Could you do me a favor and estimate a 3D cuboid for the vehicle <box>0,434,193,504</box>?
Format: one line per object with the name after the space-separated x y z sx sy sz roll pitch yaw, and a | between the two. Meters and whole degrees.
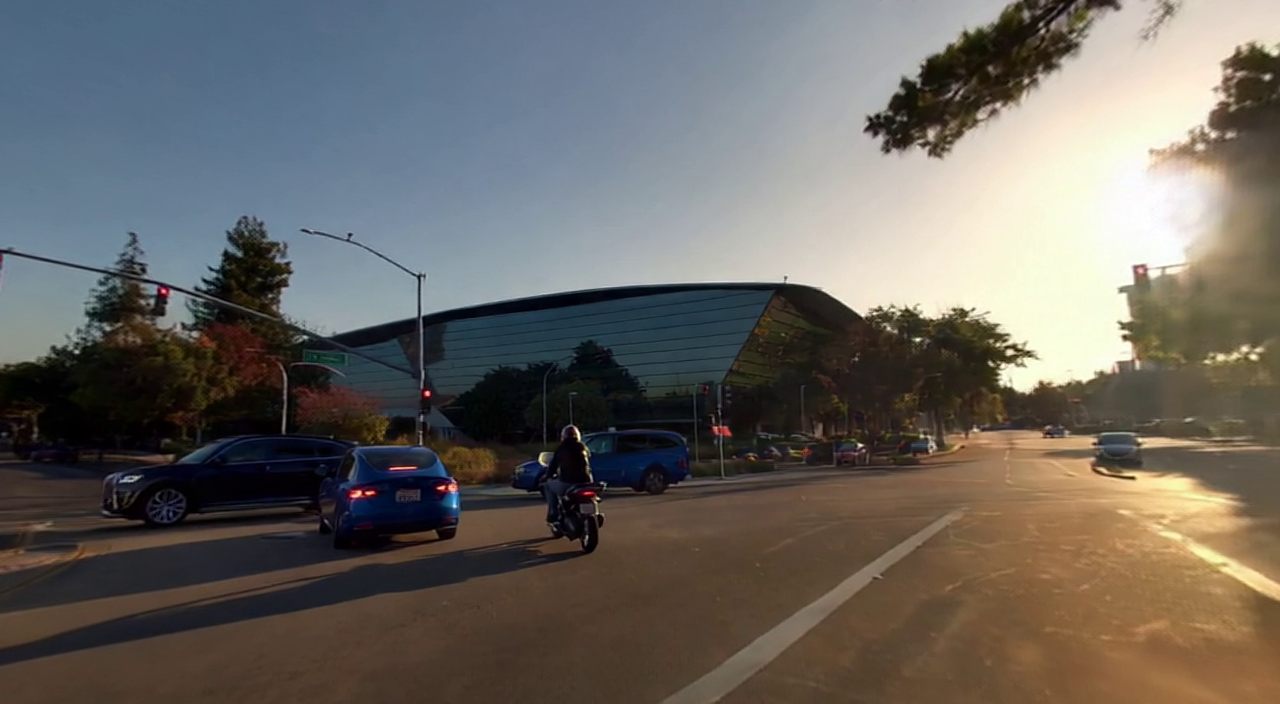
-14.919 3.117 17.060 4.380 1.727 2.052 -2 -8 12 | vehicle

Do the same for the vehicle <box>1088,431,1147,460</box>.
26.311 5.150 34.861 1.872 1.467 4.385 -5 -9 28 | vehicle

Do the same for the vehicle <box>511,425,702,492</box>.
-1.093 3.448 20.890 5.833 1.960 2.341 3 -9 -24 | vehicle

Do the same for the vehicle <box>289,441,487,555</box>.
-4.350 2.232 10.494 2.009 1.450 4.182 6 -10 -36 | vehicle

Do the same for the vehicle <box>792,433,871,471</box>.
9.273 4.788 30.334 2.084 1.656 4.583 -7 -10 37 | vehicle

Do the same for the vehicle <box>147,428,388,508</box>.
-8.762 2.749 15.117 4.583 1.755 1.936 -1 -8 4 | vehicle

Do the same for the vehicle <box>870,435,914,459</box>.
17.650 6.630 44.060 2.024 1.543 4.028 -6 -10 32 | vehicle
